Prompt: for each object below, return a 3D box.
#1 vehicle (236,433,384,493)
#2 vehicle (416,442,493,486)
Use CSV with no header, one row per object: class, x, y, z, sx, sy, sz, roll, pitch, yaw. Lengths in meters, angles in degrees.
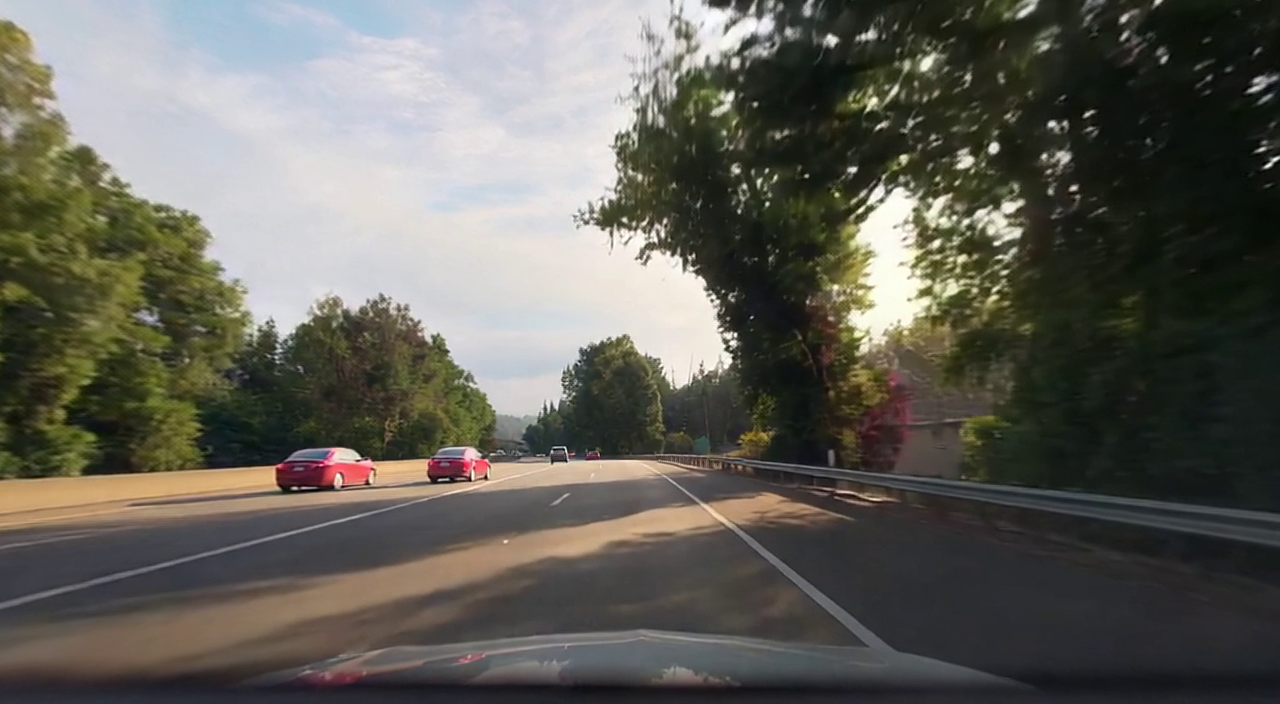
vehicle,-11.809,4.011,23.190,2.425,1.926,5.584,0,-9,0
vehicle,-7.789,4.728,26.913,2.060,1.680,4.255,0,-9,-1
